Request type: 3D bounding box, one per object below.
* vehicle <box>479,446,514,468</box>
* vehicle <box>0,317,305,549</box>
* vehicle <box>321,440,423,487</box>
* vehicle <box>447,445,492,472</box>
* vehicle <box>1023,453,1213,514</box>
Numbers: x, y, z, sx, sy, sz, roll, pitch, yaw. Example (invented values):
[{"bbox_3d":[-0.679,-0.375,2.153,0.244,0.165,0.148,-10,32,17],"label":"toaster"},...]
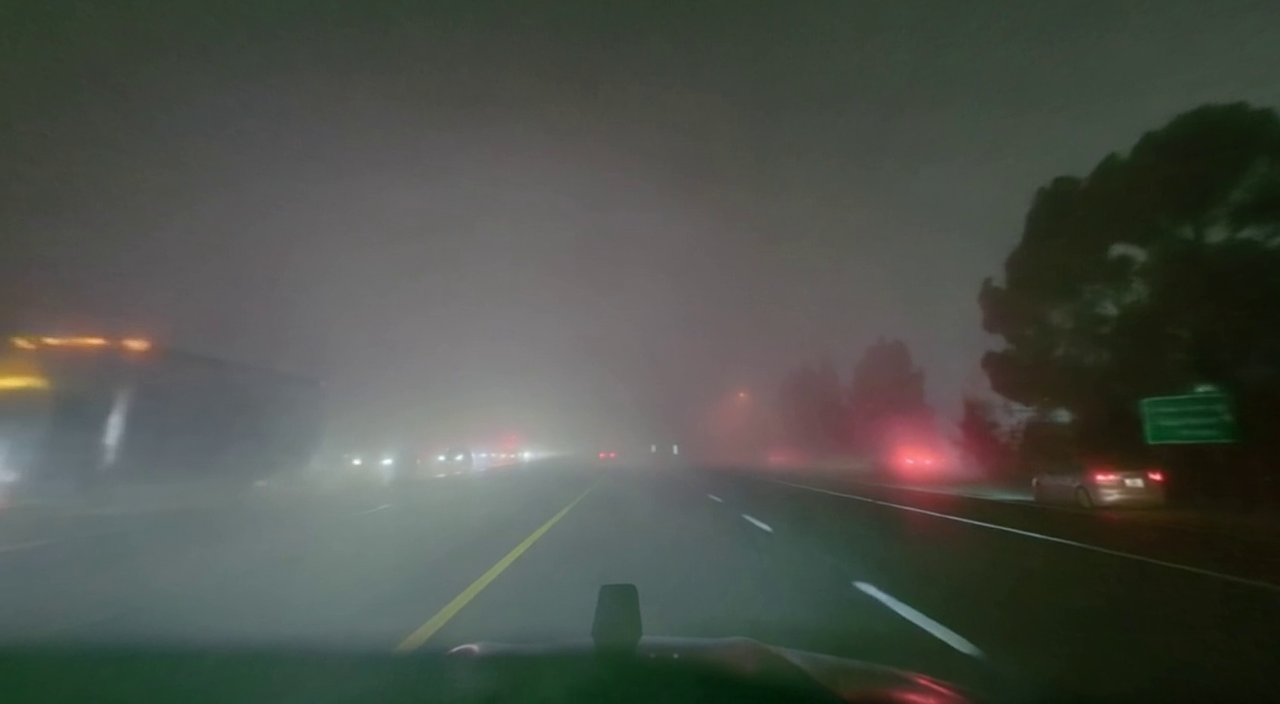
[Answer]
[{"bbox_3d":[-10.629,7.799,46.564,1.832,1.507,3.859,0,-9,-2],"label":"vehicle"},{"bbox_3d":[-8.559,1.429,10.525,2.356,2.637,6.975,0,-9,-4],"label":"vehicle"},{"bbox_3d":[-9.235,3.862,22.016,1.839,1.474,4.225,0,-9,-3],"label":"vehicle"},{"bbox_3d":[-10.136,6.350,37.563,1.797,1.477,3.854,0,-9,-3],"label":"vehicle"},{"bbox_3d":[13.883,3.802,18.659,1.941,1.536,4.585,0,-9,-2],"label":"vehicle"}]
